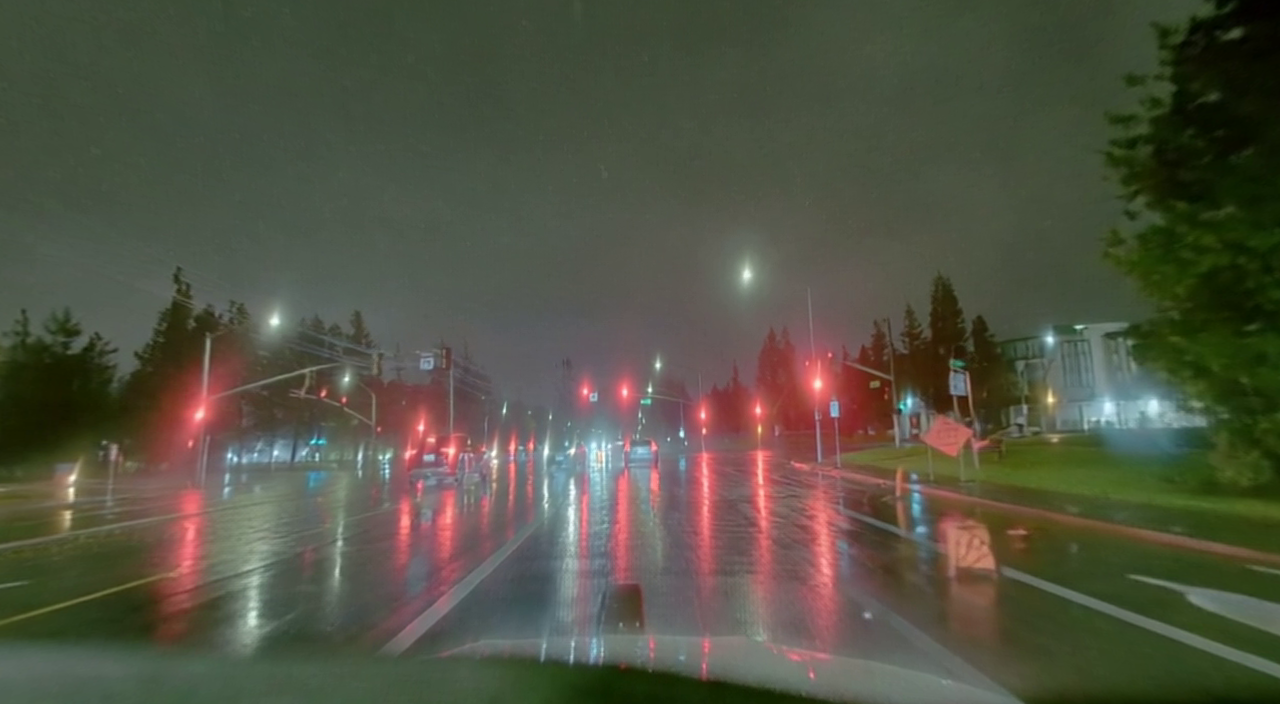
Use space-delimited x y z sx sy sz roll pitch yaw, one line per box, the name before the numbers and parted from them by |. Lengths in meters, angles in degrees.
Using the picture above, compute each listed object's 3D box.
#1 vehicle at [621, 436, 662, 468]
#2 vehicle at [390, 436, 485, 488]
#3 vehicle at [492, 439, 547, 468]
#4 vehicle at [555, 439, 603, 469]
vehicle | 0.083 5.081 32.350 1.985 1.521 3.968 0 -8 1
vehicle | -6.799 3.717 21.694 1.869 1.570 4.064 0 -8 1
vehicle | -6.536 5.552 34.644 2.074 1.447 4.224 0 -8 2
vehicle | -3.011 5.136 32.016 1.946 1.437 4.154 0 -8 1
